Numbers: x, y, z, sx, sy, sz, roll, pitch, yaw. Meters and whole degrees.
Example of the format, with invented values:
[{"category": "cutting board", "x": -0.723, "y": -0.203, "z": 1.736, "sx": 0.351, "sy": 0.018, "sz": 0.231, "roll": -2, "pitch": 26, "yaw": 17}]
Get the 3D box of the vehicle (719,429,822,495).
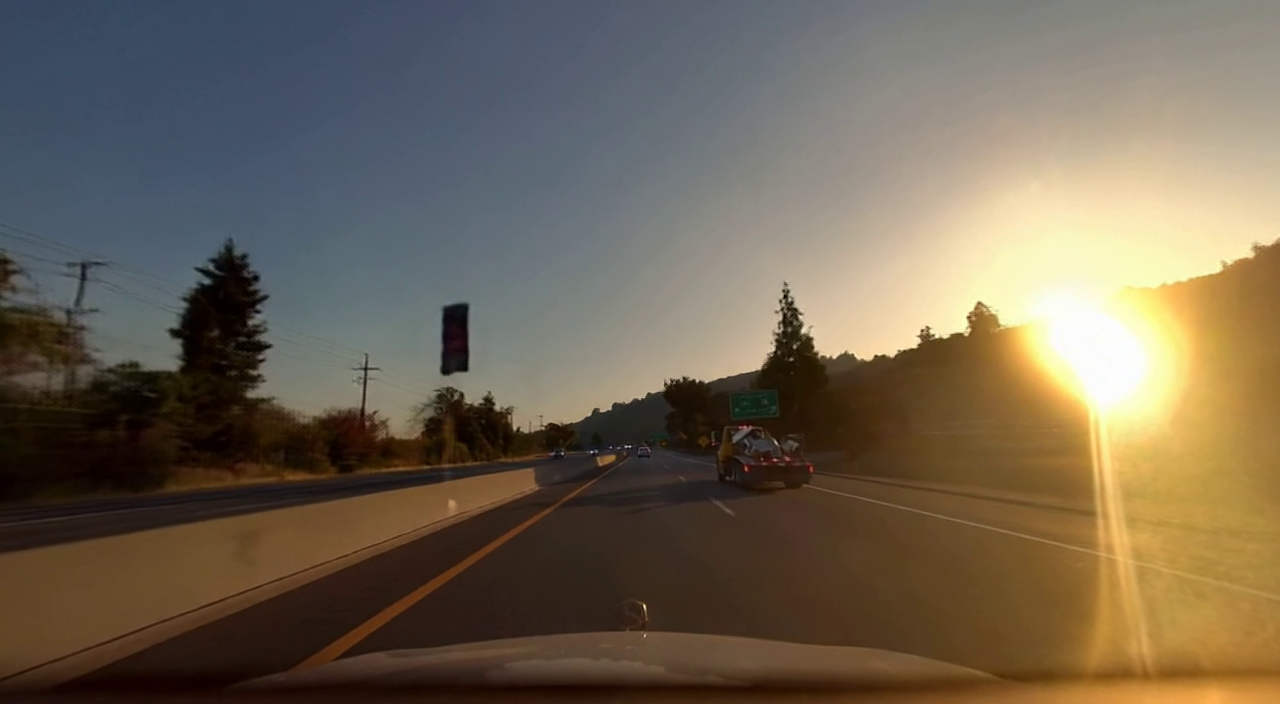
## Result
[{"category": "vehicle", "x": 4.336, "y": 3.782, "z": 21.995, "sx": 2.309, "sy": 2.003, "sz": 5.139, "roll": 0, "pitch": -9, "yaw": -2}]
